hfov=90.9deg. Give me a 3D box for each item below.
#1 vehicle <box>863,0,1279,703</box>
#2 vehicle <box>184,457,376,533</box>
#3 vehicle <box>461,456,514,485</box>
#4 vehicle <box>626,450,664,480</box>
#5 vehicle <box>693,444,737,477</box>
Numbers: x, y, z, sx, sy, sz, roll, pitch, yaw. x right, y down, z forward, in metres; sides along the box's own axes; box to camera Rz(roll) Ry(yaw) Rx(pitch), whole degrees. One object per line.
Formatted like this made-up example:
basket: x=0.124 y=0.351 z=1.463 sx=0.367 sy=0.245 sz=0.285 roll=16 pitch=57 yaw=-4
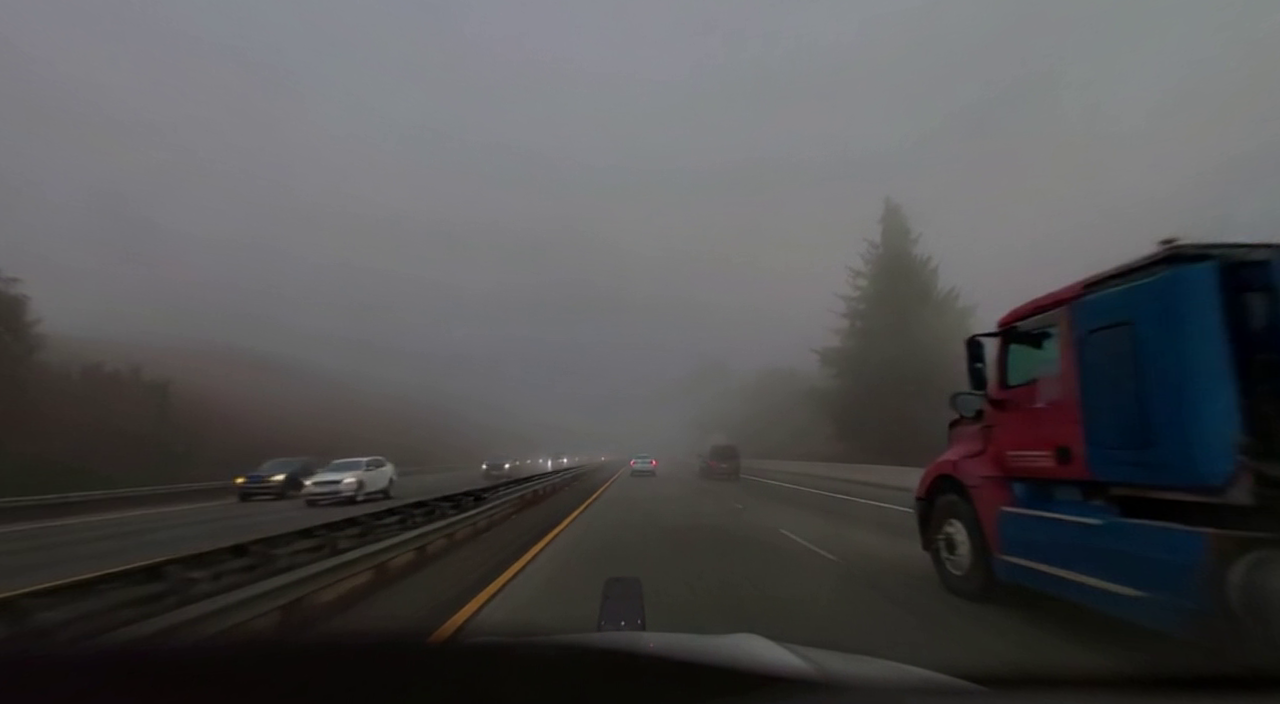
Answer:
vehicle: x=4.507 y=-0.055 z=2.515 sx=2.885 sy=3.679 sz=12.102 roll=0 pitch=-9 yaw=1
vehicle: x=-8.291 y=3.287 z=15.139 sx=1.935 sy=1.477 sz=4.537 roll=0 pitch=-9 yaw=0
vehicle: x=-8.230 y=6.415 z=34.271 sx=1.873 sy=1.435 sz=3.915 roll=0 pitch=-9 yaw=0
vehicle: x=0.262 y=6.082 z=34.018 sx=1.939 sy=1.495 sz=3.612 roll=0 pitch=-9 yaw=0
vehicle: x=4.512 y=6.595 z=38.463 sx=2.020 sy=1.849 sz=4.051 roll=0 pitch=-9 yaw=-2
